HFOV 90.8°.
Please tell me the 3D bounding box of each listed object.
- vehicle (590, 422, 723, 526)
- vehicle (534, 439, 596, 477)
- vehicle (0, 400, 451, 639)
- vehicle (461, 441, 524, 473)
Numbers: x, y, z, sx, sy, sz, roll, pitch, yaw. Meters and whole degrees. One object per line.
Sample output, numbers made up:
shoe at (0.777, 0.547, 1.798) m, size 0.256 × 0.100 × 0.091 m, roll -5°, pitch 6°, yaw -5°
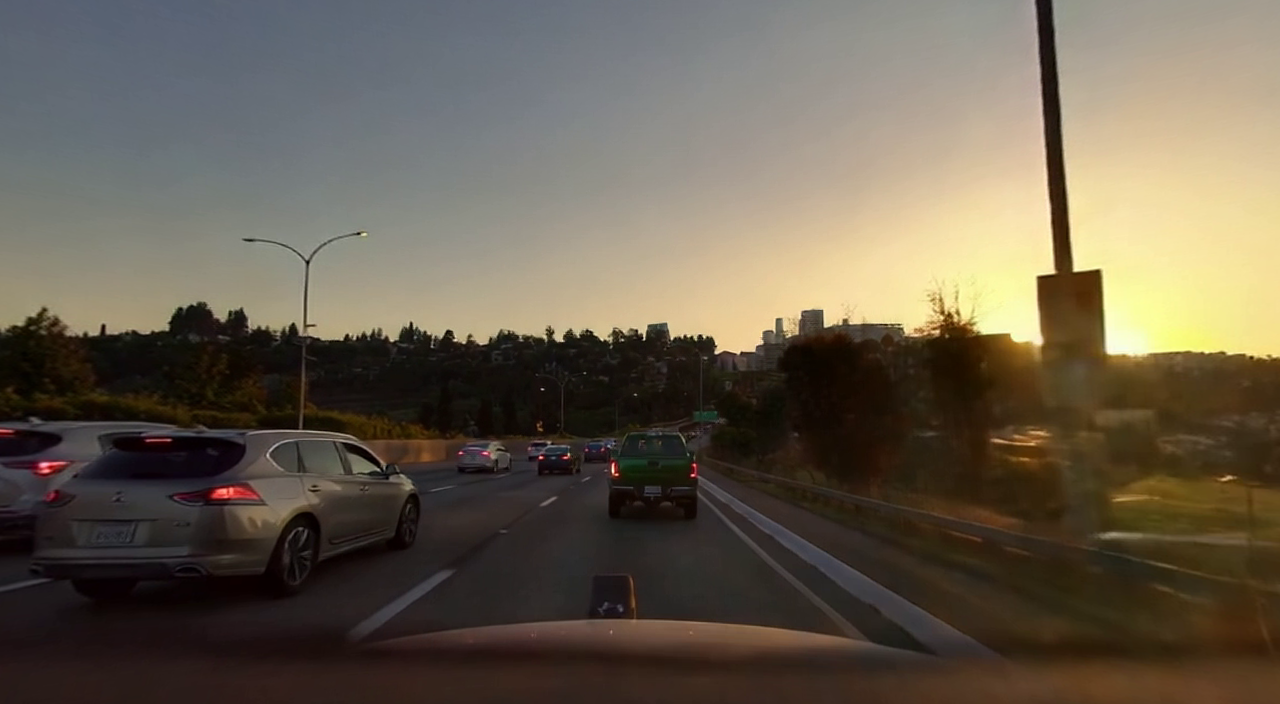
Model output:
vehicle at (0.304, 2.381, 12.892) m, size 2.235 × 1.716 × 4.435 m, roll 0°, pitch -8°, yaw 1°
vehicle at (-3.090, 4.481, 26.840) m, size 1.868 × 1.470 × 4.105 m, roll -1°, pitch -8°, yaw 4°
vehicle at (-3.843, 1.523, 6.775) m, size 2.076 × 1.688 × 4.334 m, roll -1°, pitch -9°, yaw 3°
vehicle at (-7.179, 5.138, 31.208) m, size 1.856 × 1.459 × 4.251 m, roll -1°, pitch -9°, yaw 4°
